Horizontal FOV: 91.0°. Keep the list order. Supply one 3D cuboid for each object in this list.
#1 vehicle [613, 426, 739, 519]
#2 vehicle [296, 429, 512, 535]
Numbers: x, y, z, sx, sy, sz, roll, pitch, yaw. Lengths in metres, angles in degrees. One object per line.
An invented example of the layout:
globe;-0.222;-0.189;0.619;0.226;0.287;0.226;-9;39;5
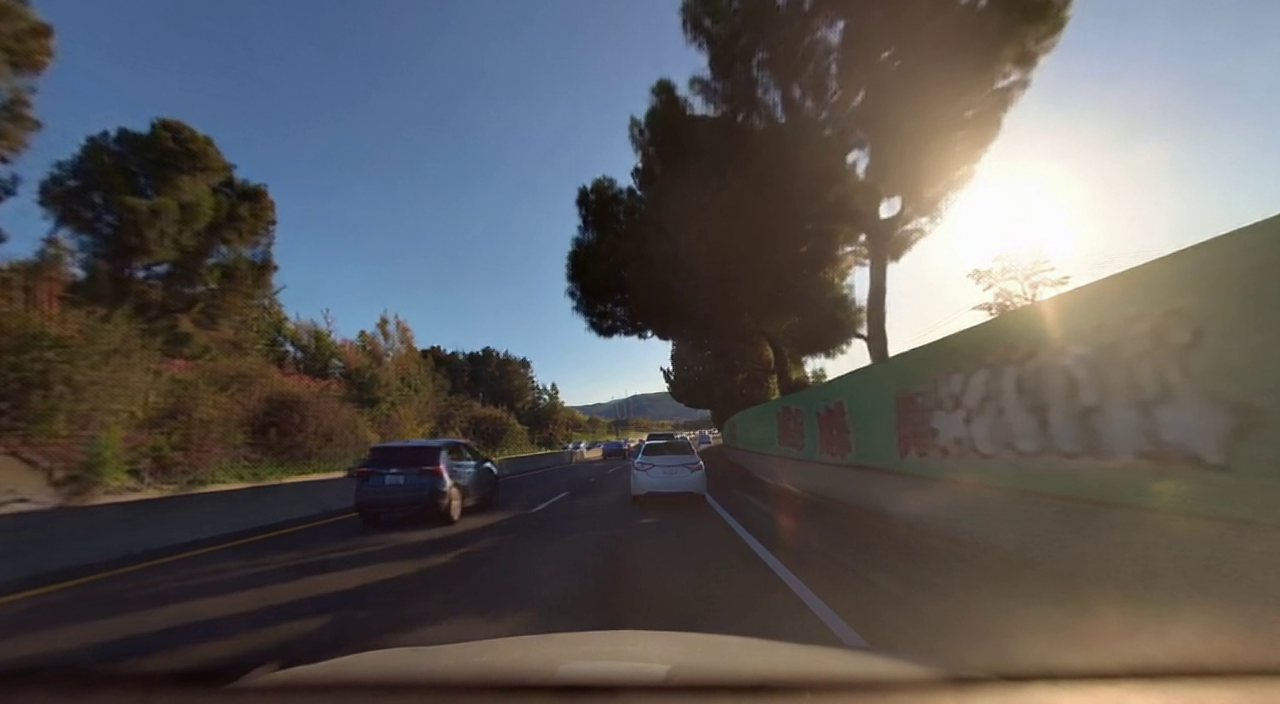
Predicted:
vehicle;0.620;2.280;12.416;2.077;1.533;3.854;0;-8;1
vehicle;-3.762;2.129;11.014;2.059;1.471;4.152;0;-8;2
